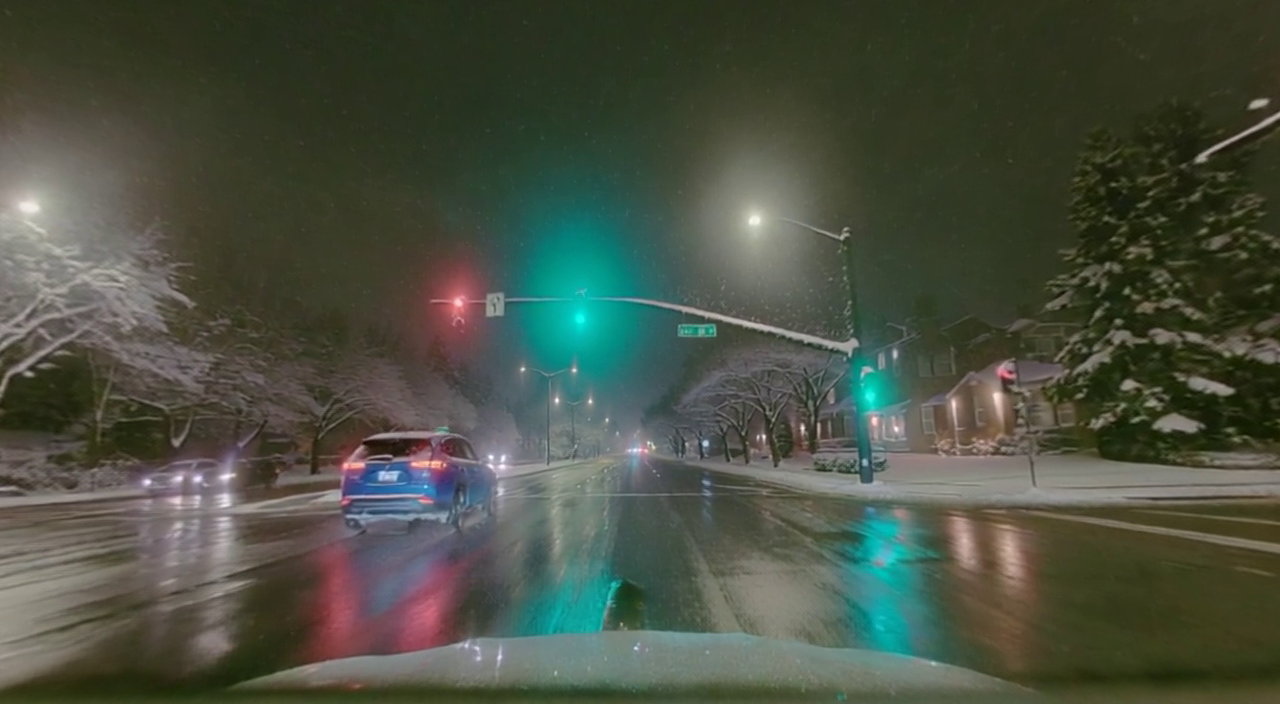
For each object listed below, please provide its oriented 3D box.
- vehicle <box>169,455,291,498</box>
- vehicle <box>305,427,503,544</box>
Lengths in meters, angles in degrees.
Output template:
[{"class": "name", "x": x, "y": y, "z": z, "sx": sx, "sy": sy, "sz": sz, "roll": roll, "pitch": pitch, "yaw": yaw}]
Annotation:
[{"class": "vehicle", "x": -16.679, "y": 5.044, "z": 26.028, "sx": 1.941, "sy": 1.495, "sz": 4.713, "roll": 0, "pitch": -8, "yaw": -1}, {"class": "vehicle", "x": -4.020, "y": 2.316, "z": 11.674, "sx": 1.993, "sy": 1.733, "sz": 4.262, "roll": 0, "pitch": -8, "yaw": 0}]
